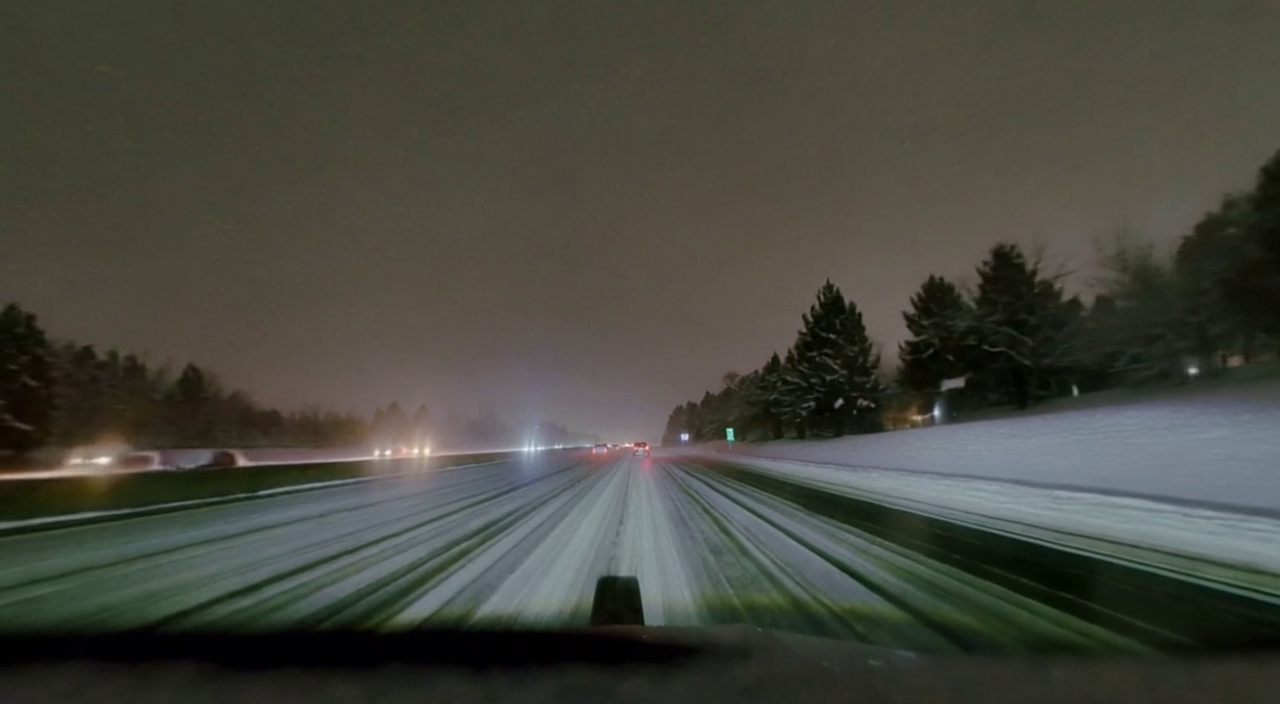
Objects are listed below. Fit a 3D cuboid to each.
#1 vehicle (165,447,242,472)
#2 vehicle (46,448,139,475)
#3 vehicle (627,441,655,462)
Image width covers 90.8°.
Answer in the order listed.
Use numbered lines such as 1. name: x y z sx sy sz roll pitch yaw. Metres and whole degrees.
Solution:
1. vehicle: -28.578 7.016 41.544 1.821 1.487 4.522 0 -8 0
2. vehicle: -35.871 7.173 41.521 1.915 1.595 4.665 0 -8 0
3. vehicle: 0.018 7.508 47.916 2.021 1.528 4.154 0 -8 -1
